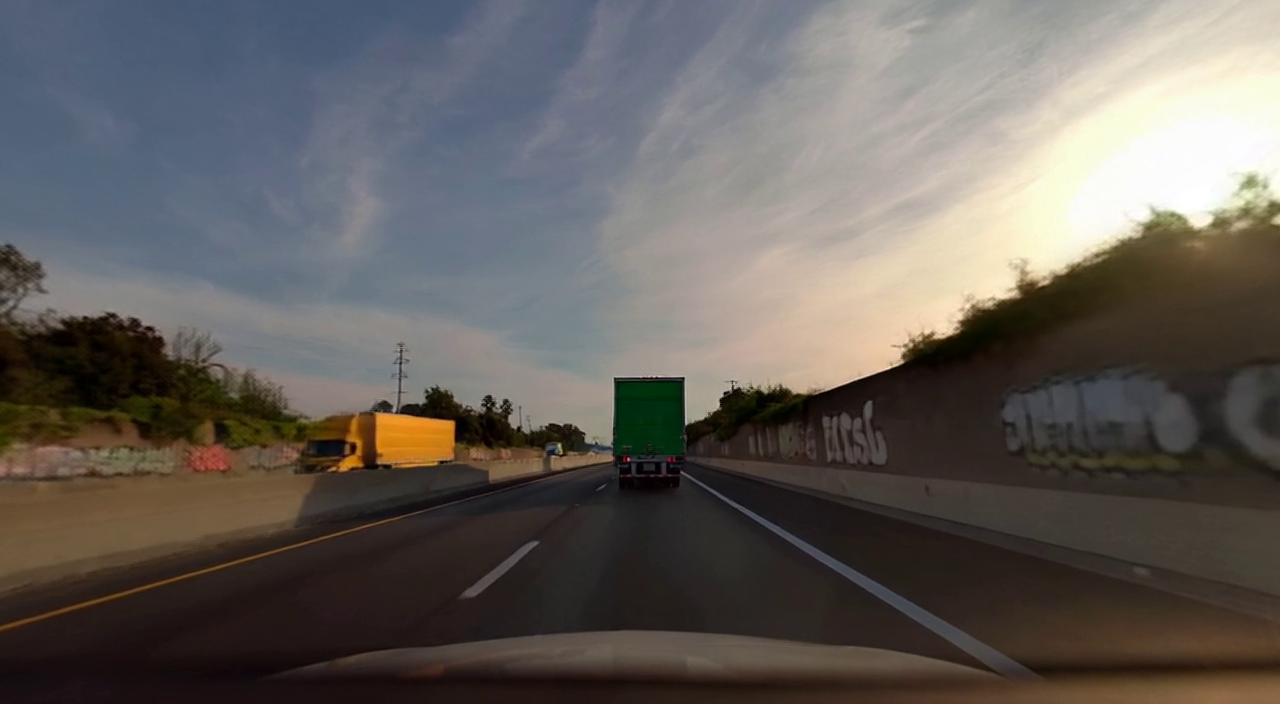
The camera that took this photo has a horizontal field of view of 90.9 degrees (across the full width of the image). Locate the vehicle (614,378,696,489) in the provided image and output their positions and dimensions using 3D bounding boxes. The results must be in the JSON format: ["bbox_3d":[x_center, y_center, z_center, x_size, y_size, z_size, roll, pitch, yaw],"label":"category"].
[{"bbox_3d":[0.435,3.677,27.572,2.900,3.955,10.151,0,-9,-1],"label":"vehicle"}]

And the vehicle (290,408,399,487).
[{"bbox_3d":[-16.064,5.296,34.825,3.009,3.980,5.790,0,-9,1],"label":"vehicle"}]
